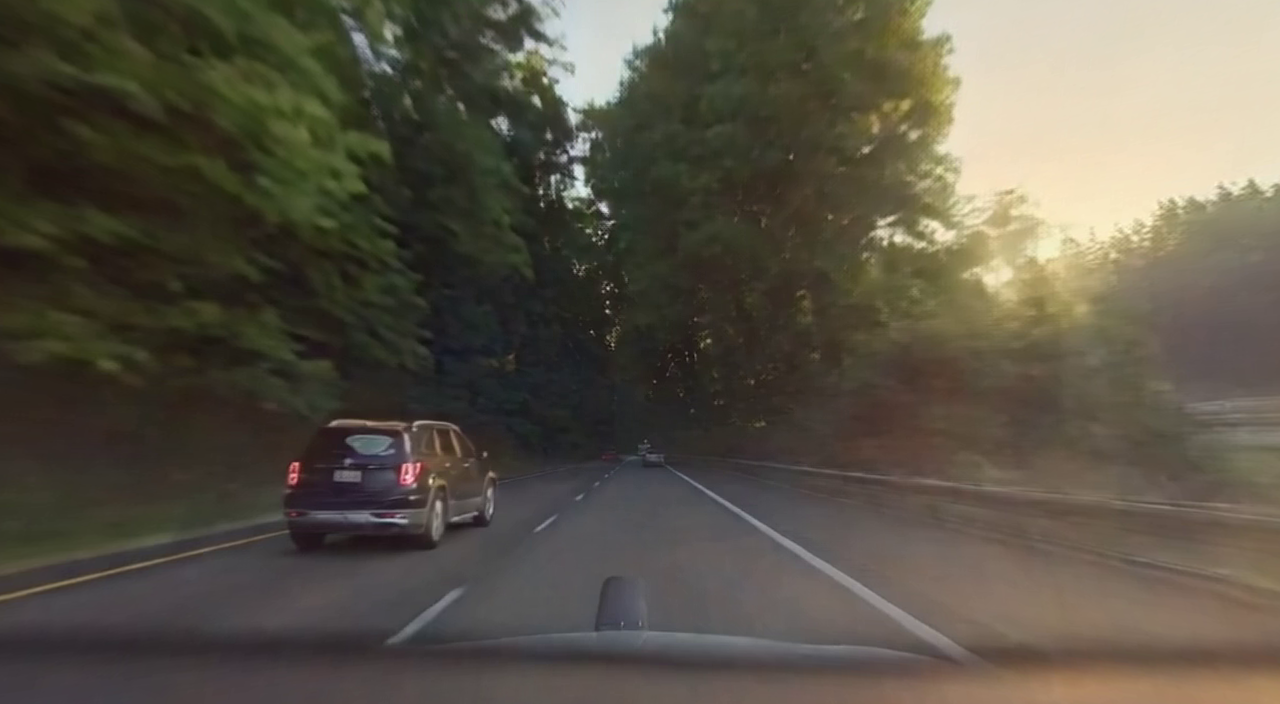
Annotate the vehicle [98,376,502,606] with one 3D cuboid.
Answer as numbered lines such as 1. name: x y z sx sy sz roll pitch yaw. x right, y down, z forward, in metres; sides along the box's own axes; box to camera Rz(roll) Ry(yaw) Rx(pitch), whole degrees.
1. vehicle: -3.589 1.603 8.189 2.418 2.049 4.930 0 -9 0

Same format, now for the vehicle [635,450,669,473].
1. vehicle: 0.751 7.417 43.117 2.046 1.452 4.407 0 -9 -2
